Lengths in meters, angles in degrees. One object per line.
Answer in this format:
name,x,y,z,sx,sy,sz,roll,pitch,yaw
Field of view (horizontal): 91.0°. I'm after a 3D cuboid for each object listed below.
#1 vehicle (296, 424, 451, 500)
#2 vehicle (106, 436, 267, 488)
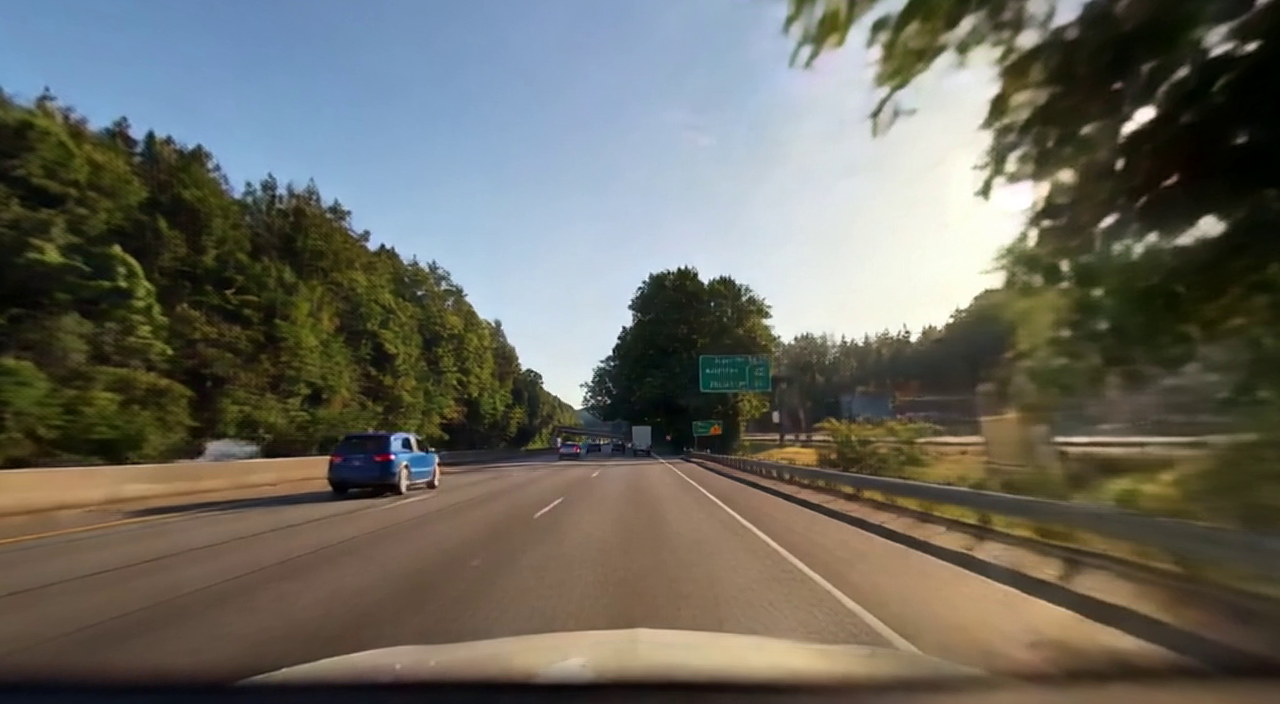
vehicle,-7.170,3.013,17.652,2.253,1.815,4.618,0,-9,1
vehicle,-17.725,4.311,25.122,2.195,1.799,5.589,0,-9,1
